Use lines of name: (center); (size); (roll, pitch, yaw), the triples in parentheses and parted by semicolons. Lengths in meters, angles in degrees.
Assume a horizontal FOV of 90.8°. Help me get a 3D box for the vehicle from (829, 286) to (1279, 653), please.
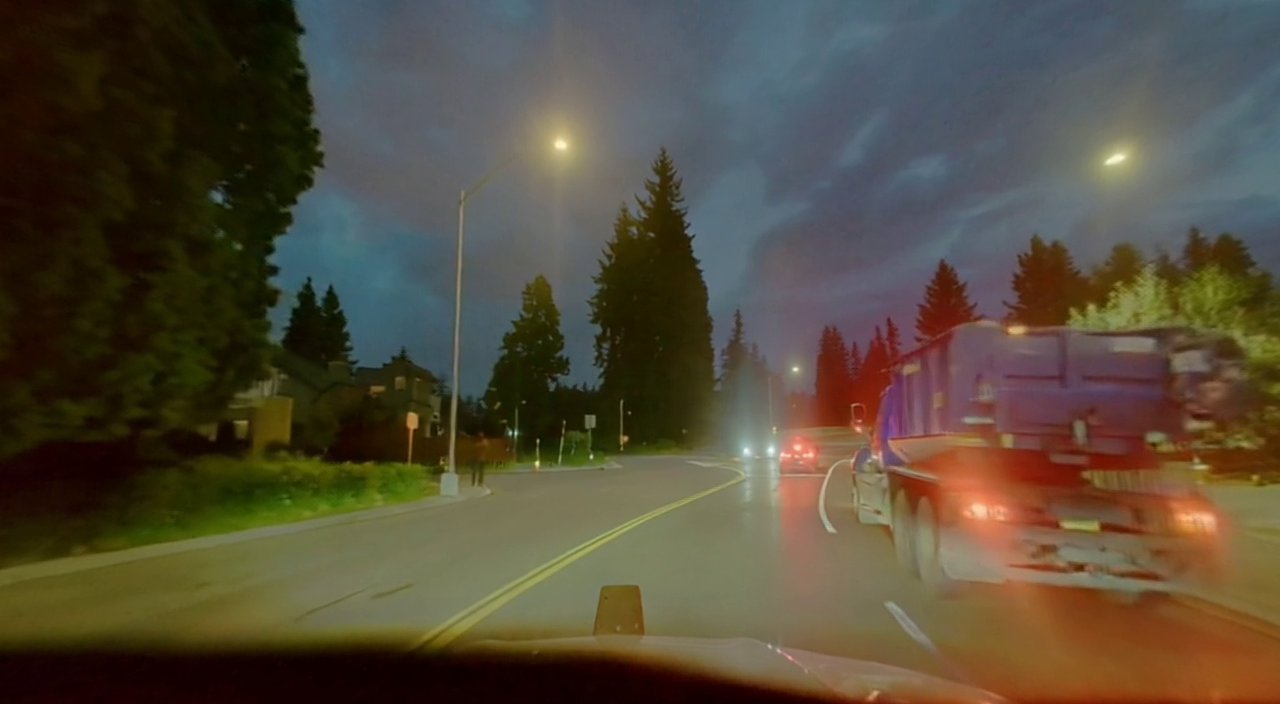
vehicle: (4.277, 1.205, 8.060); (3.098, 2.601, 6.758); (-2, -7, 13)

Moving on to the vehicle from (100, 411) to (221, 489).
vehicle: (-15.970, 3.285, 21.192); (2.665, 2.465, 1.532); (3, -8, -16)

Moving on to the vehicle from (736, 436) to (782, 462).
vehicle: (9.226, 7.568, 49.372); (1.997, 1.853, 4.654); (1, -9, -10)

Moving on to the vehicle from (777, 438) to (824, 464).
vehicle: (10.393, 6.463, 41.265); (1.716, 1.583, 3.770); (1, -9, -6)
